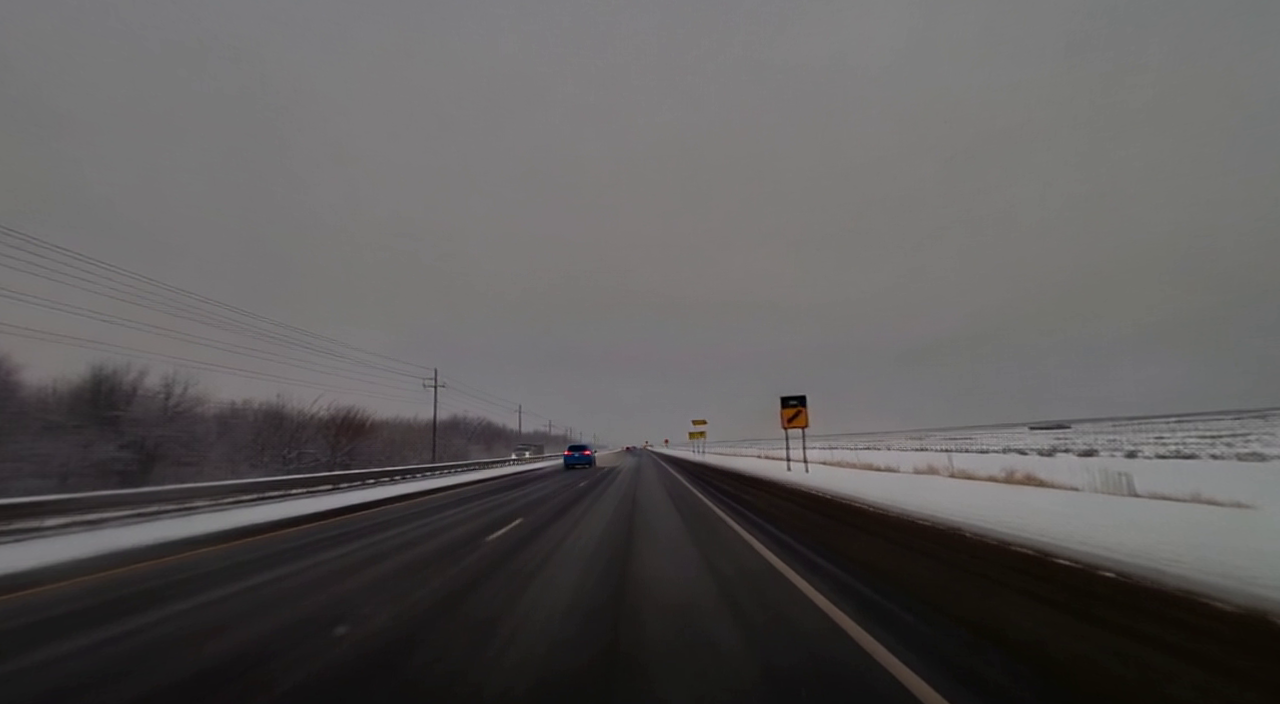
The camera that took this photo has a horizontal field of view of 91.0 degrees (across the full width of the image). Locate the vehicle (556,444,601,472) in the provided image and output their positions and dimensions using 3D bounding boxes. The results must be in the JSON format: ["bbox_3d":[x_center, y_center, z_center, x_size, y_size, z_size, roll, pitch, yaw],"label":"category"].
[{"bbox_3d":[-3.548,6.200,37.010,2.106,1.543,4.465,0,-9,1],"label":"vehicle"}]
